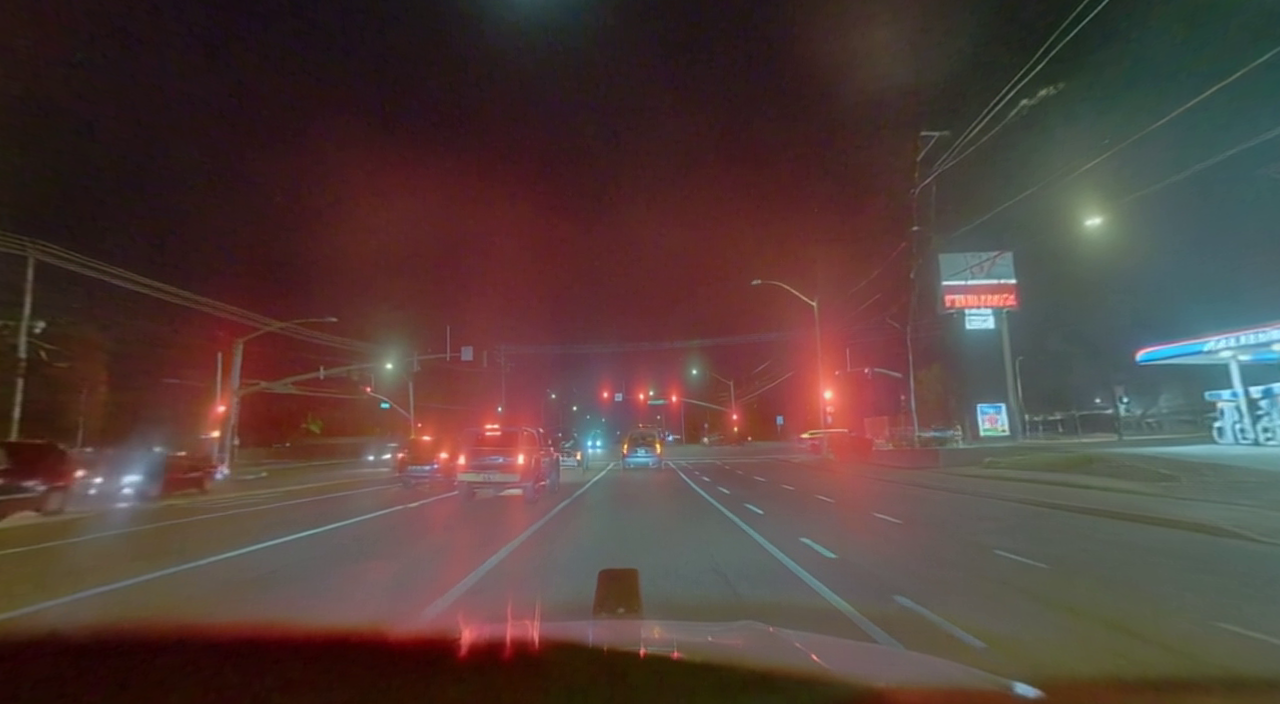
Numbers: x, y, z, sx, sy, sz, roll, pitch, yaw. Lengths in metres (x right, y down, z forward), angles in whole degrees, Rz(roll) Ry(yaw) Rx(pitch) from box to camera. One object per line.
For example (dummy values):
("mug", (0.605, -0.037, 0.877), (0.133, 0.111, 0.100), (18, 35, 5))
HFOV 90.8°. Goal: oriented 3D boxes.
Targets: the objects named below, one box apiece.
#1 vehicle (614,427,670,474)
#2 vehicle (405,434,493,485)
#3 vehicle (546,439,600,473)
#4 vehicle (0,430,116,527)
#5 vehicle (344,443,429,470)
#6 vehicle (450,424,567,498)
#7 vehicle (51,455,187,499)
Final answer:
("vehicle", (0.105, 4.273, 27.544), (2.224, 1.819, 5.005), (0, -9, 1))
("vehicle", (-6.420, 3.647, 21.677), (1.790, 1.605, 3.696), (0, -9, 1))
("vehicle", (-2.953, 4.718, 28.814), (1.881, 1.424, 4.098), (0, -9, 2))
("vehicle", (-13.579, 2.448, 12.141), (2.238, 1.872, 5.625), (0, -9, -1))
("vehicle", (-16.364, 6.771, 41.246), (2.299, 1.616, 5.765), (-2, -9, 11))
("vehicle", (-3.334, 2.882, 16.999), (2.096, 1.718, 4.266), (0, -9, 2))
("vehicle", (-19.620, 4.684, 24.047), (1.779, 1.481, 3.879), (0, -9, 1))
